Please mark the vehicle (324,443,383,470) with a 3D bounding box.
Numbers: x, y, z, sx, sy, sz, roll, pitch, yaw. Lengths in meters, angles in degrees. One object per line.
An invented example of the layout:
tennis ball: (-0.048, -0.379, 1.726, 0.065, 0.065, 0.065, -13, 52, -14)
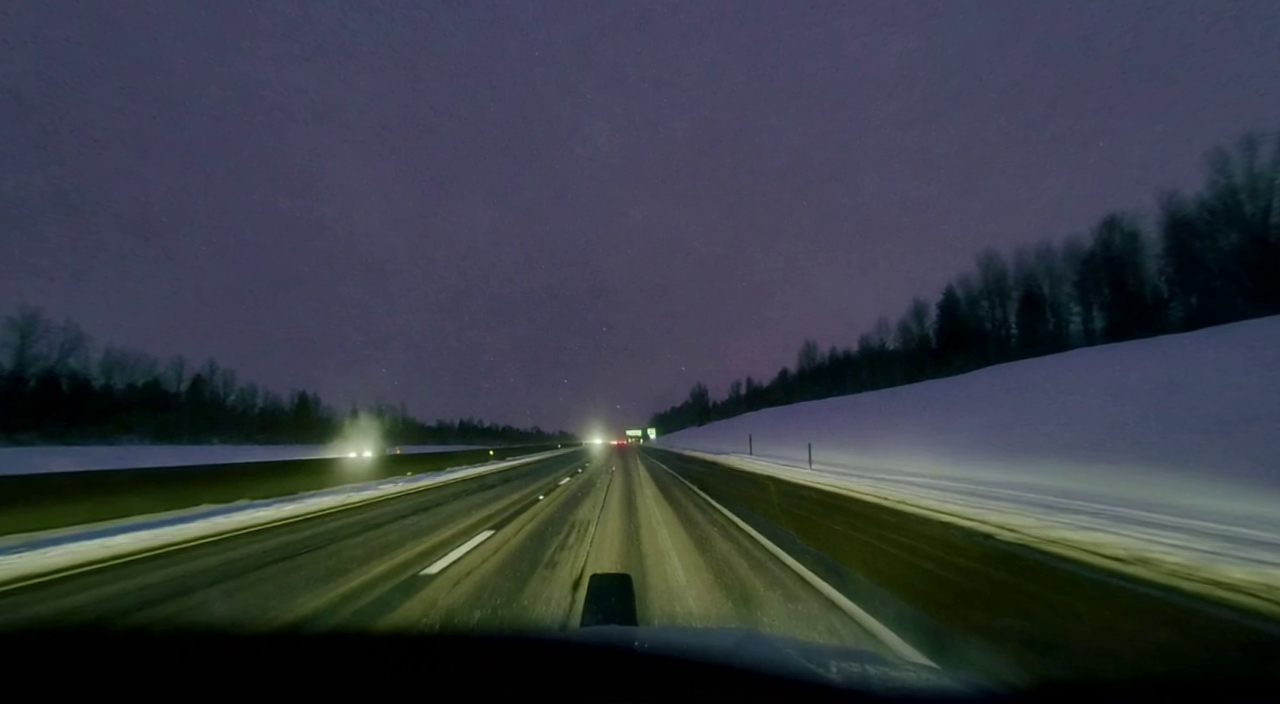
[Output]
vehicle: (-18.356, 6.692, 40.550, 1.950, 1.558, 4.121, 0, -8, -1)
